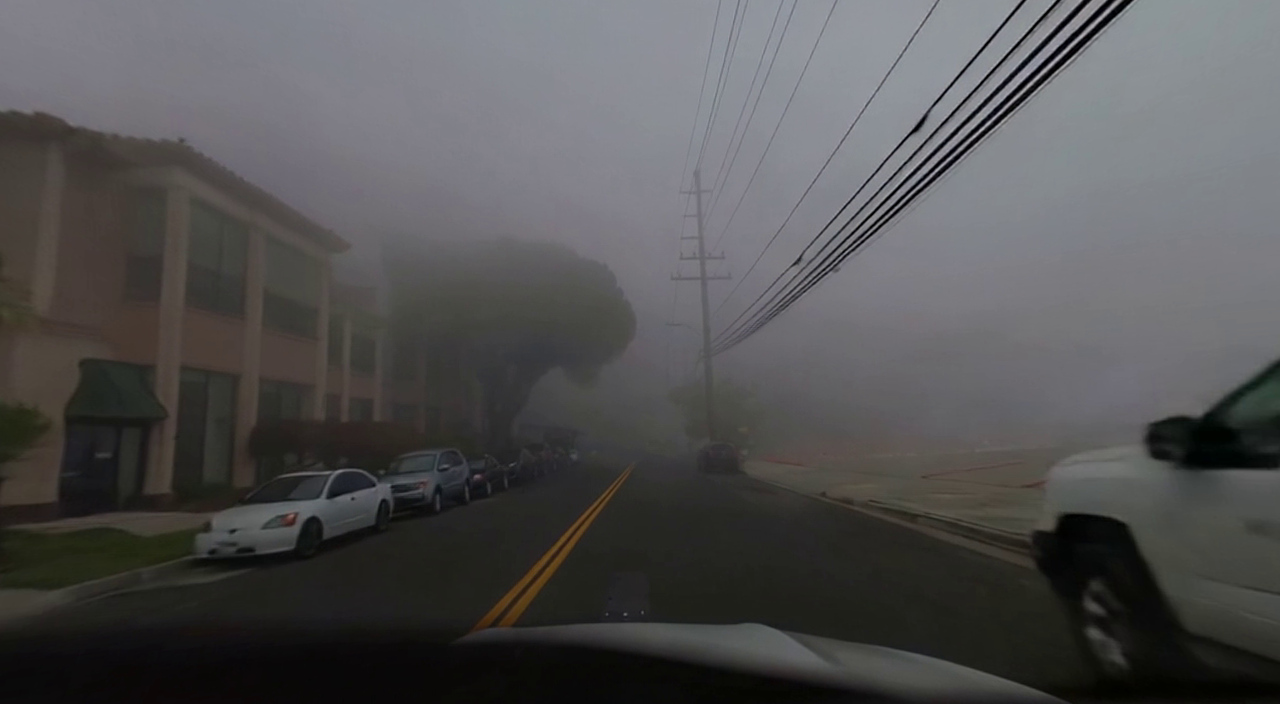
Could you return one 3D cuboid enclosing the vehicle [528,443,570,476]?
[{"bbox_3d":[-5.641,6.701,39.623,2.126,1.864,4.831,0,-8,-2],"label":"vehicle"}]

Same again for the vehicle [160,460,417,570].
[{"bbox_3d":[-5.922,2.757,11.476,1.982,1.453,4.577,0,-8,1],"label":"vehicle"}]

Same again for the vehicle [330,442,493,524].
[{"bbox_3d":[-5.766,3.344,16.849,2.286,1.836,5.088,-1,-8,2],"label":"vehicle"}]

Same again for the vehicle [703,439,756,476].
[{"bbox_3d":[4.092,4.910,29.635,1.948,1.607,4.873,0,-8,2],"label":"vehicle"}]

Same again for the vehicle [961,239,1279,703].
[{"bbox_3d":[3.556,0.530,1.372,2.485,2.123,6.029,0,-8,0],"label":"vehicle"}]
